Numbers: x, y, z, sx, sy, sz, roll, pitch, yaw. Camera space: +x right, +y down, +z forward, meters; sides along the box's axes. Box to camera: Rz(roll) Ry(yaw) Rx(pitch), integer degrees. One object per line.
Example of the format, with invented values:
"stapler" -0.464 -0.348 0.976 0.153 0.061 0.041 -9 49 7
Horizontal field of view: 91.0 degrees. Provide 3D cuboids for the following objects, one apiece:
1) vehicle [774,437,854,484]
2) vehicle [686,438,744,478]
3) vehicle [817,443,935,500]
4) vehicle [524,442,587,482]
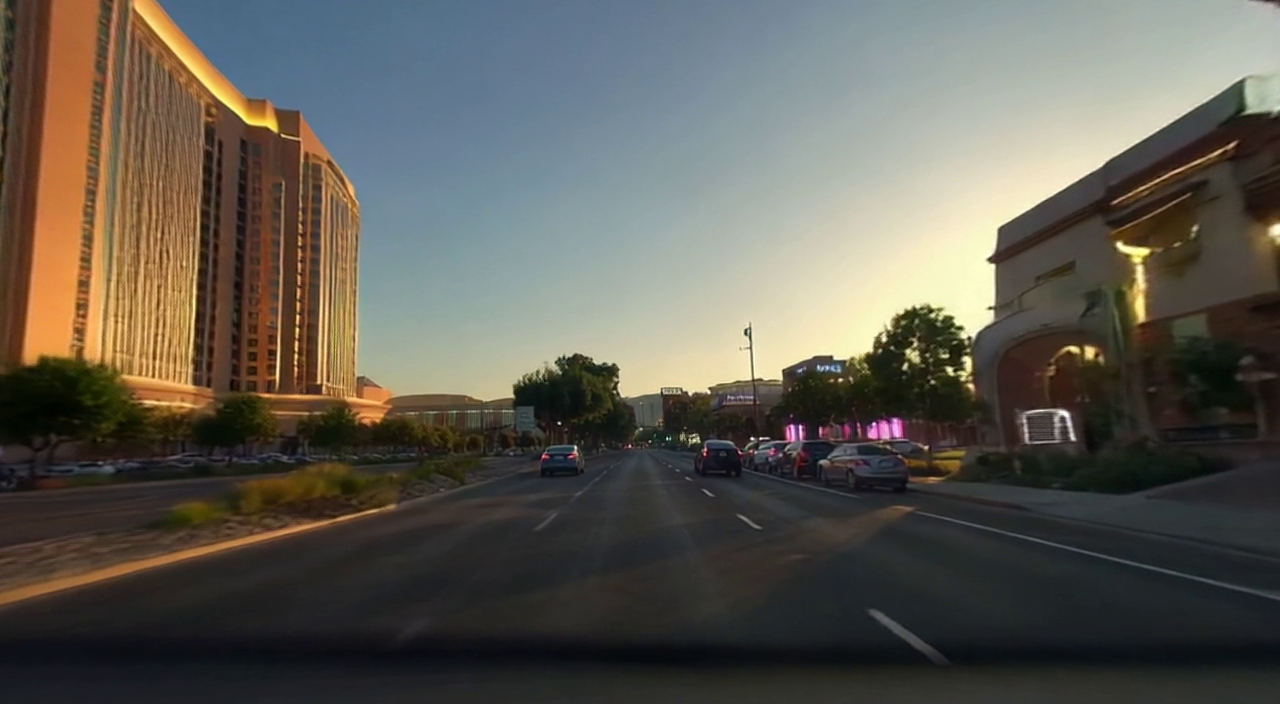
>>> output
"vehicle" 6.997 4.385 25.792 2.039 1.749 4.193 0 -8 -1
"vehicle" 3.483 4.987 29.998 2.083 1.743 4.354 0 -8 -2
"vehicle" 6.918 3.515 19.054 1.876 1.478 4.670 0 -8 1
"vehicle" -3.374 4.492 25.982 2.005 1.477 4.169 0 -8 0
